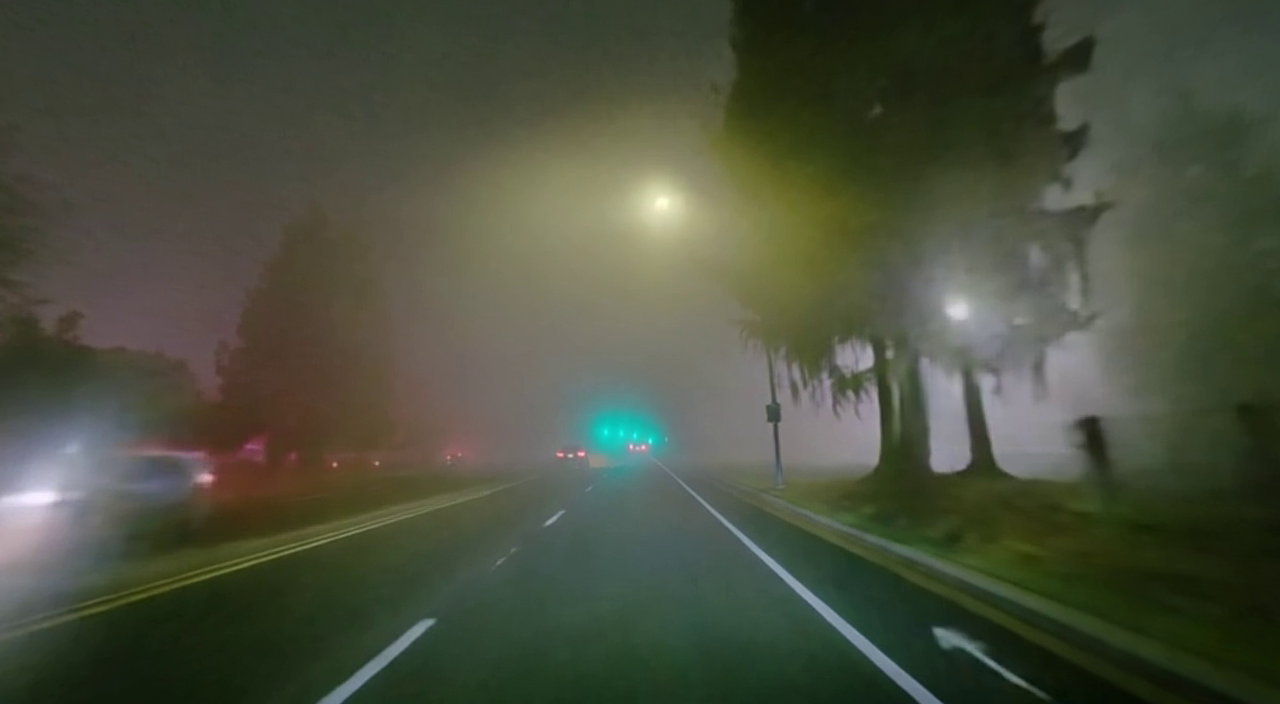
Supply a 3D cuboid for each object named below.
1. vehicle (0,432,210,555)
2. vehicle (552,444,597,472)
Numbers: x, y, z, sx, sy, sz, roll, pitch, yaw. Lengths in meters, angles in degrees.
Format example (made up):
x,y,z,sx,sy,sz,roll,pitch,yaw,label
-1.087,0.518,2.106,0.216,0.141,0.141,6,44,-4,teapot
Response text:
x,y,z,sx,sy,sz,roll,pitch,yaw,label
-10.075,2.272,10.735,2.168,1.703,4.753,0,-8,0,vehicle
-3.520,5.757,34.593,1.992,1.447,4.044,0,-8,0,vehicle
